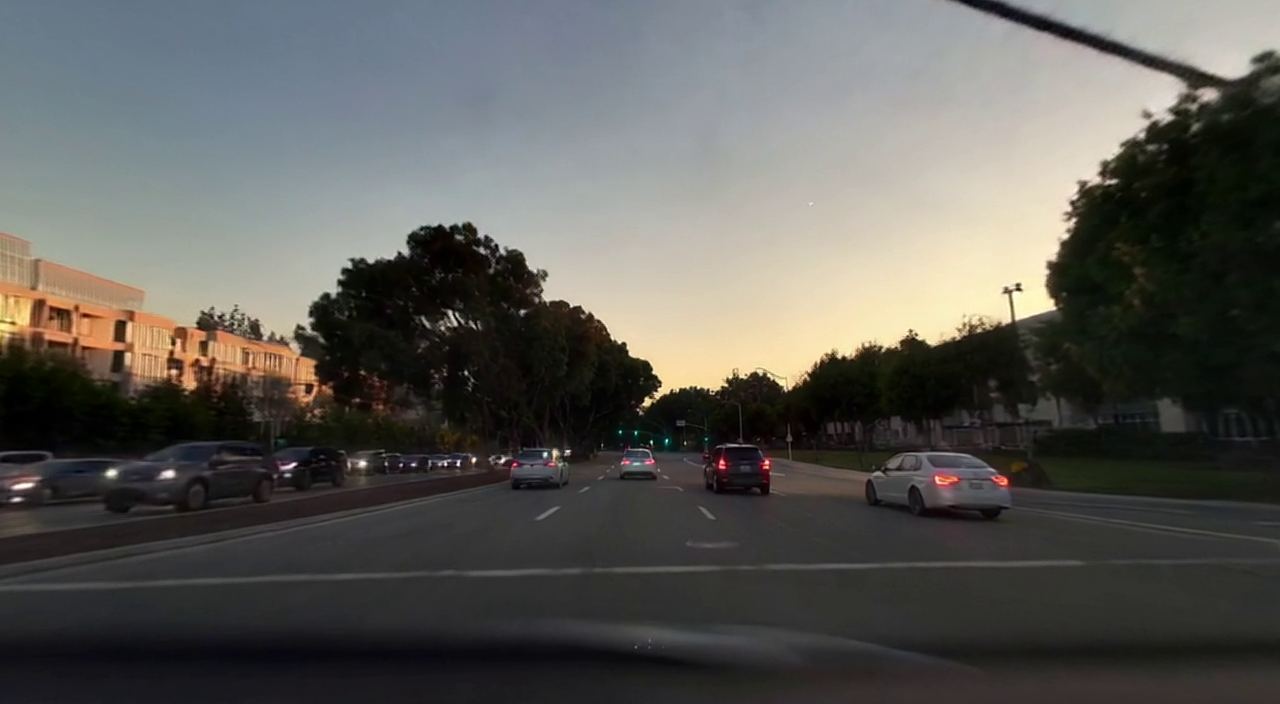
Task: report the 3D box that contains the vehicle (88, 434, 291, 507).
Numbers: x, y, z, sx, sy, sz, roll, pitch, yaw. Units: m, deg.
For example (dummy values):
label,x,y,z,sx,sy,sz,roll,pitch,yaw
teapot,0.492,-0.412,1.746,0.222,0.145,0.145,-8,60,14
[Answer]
label,x,y,z,sx,sy,sz,roll,pitch,yaw
vehicle,-12.622,3.329,18.286,2.259,1.804,4.990,0,-8,-1

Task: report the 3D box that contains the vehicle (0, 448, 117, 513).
label,x,y,z,sx,sy,sz,roll,pitch,yaw
vehicle,-15.455,3.095,15.355,1.871,1.449,4.254,-1,-8,-1

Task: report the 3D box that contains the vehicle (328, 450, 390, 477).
label,x,y,z,sx,sy,sz,roll,pitch,yaw
vehicle,-19.077,7.557,43.129,2.186,1.676,4.444,-1,-8,-1

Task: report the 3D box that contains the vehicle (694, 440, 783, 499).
label,x,y,z,sx,sy,sz,roll,pitch,yaw
vehicle,3.141,3.831,21.064,2.161,1.716,4.194,0,-8,-2

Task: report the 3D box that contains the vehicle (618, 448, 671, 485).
label,x,y,z,sx,sy,sz,roll,pitch,yaw
vehicle,0.130,5.020,28.031,2.155,1.486,4.403,0,-8,-1

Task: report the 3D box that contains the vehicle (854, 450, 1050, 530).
label,x,y,z,sx,sy,sz,roll,pitch,yaw
vehicle,6.423,2.851,13.693,1.945,1.408,4.288,0,-8,-2

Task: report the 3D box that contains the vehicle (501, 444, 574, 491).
label,x,y,z,sx,sy,sz,roll,pitch,yaw
vehicle,-3.935,4.492,25.050,2.172,1.671,4.175,0,-8,0
